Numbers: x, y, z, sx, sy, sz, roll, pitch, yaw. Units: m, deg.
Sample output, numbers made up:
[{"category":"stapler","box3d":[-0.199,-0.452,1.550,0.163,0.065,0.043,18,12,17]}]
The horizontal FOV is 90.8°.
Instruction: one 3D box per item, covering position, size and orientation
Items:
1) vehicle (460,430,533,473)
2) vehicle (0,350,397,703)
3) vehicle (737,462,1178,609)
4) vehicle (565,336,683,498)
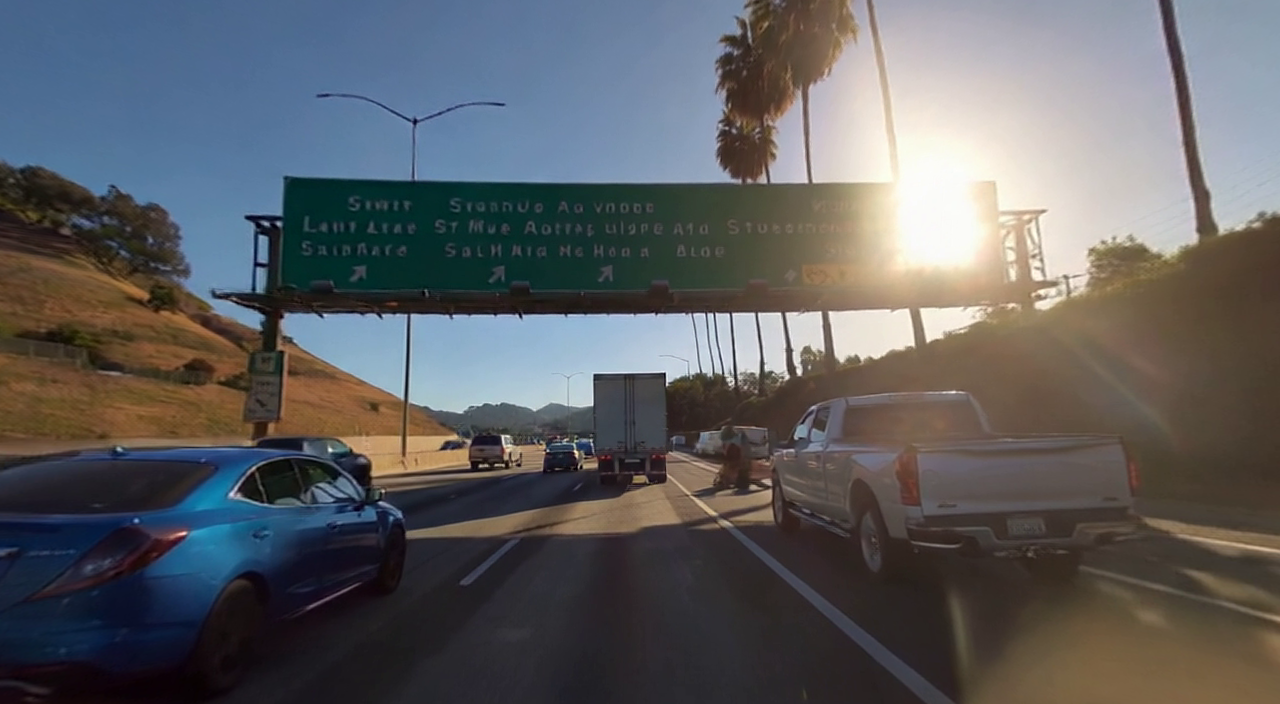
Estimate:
[{"category":"vehicle","box3d":[-7.106,5.002,31.961,2.344,1.954,5.579,0,-9,0]},{"category":"vehicle","box3d":[-3.232,1.074,3.826,1.885,1.654,4.103,0,-9,0]},{"category":"vehicle","box3d":[3.028,1.984,7.966,2.635,1.036,5.568,0,-9,-1]},{"category":"vehicle","box3d":[-0.352,2.410,21.183,2.906,4.040,10.743,0,-9,1]}]
